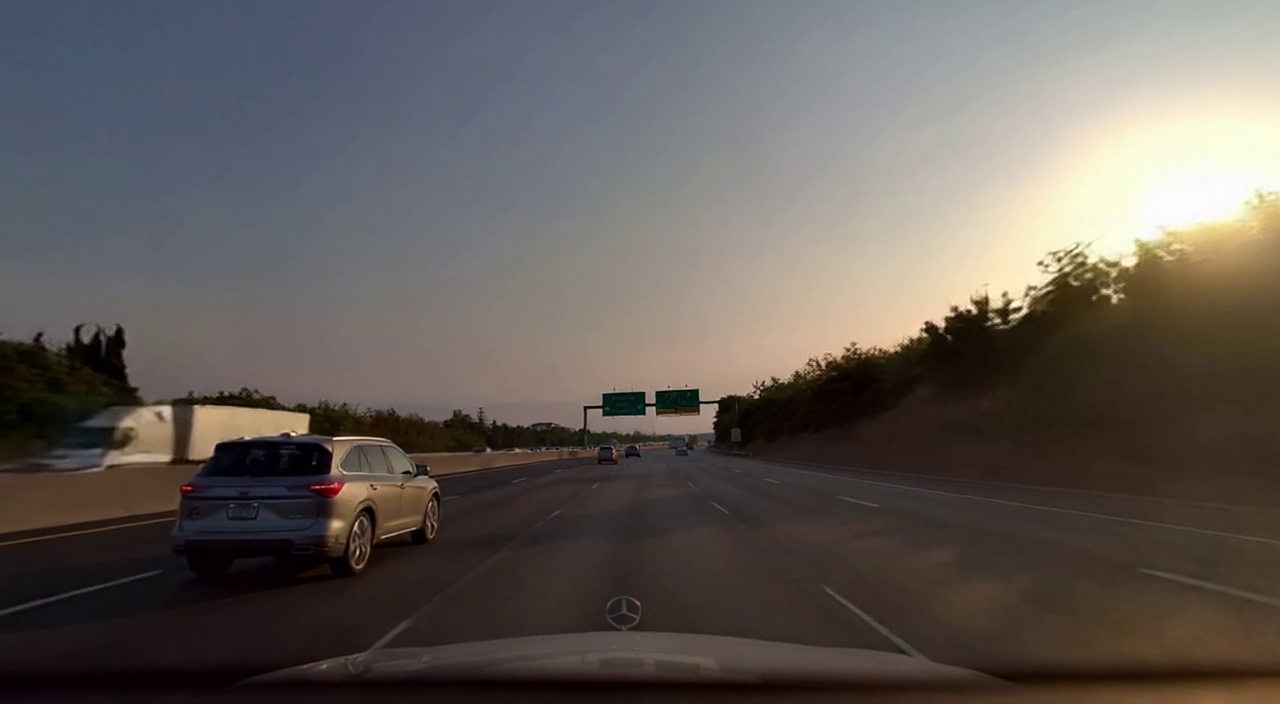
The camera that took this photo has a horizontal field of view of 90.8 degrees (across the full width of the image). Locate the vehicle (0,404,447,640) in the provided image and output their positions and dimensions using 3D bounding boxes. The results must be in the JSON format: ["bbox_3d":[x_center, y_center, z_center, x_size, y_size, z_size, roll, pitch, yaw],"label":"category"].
[{"bbox_3d":[-3.690,1.478,6.513,2.016,1.623,4.126,0,-8,1],"label":"vehicle"}]
